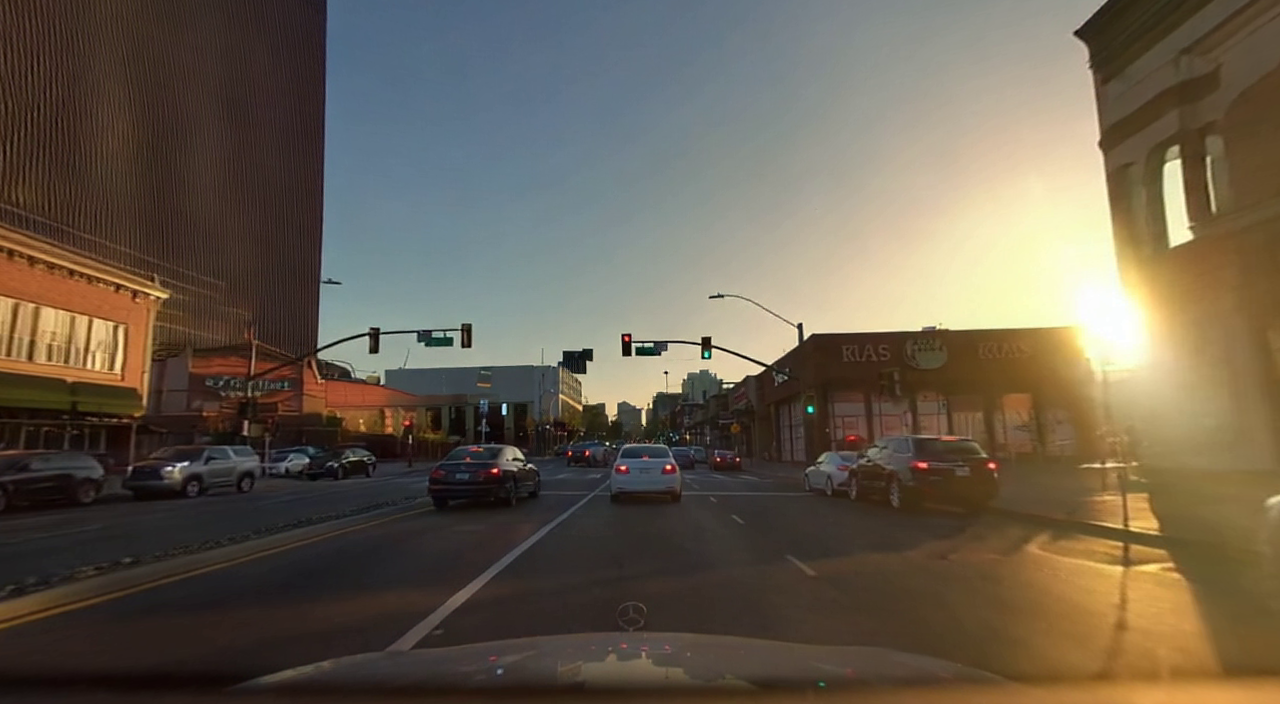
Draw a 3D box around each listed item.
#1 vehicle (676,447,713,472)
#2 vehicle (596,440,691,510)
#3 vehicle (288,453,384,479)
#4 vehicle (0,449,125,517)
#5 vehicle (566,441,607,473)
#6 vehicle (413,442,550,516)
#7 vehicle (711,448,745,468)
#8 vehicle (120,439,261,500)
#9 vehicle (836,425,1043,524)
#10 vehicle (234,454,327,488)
[{"bbox_3d":[3.415,6.844,40.472,2.047,1.463,4.514,0,-9,1],"label":"vehicle"},{"bbox_3d":[0.065,2.954,15.612,2.037,1.484,4.073,0,-9,0],"label":"vehicle"},{"bbox_3d":[-18.874,7.057,39.174,5.163,1.510,2.174,-2,-9,15],"label":"vehicle"},{"bbox_3d":[-17.108,3.563,17.501,1.888,1.692,4.356,0,-9,0],"label":"vehicle"},{"bbox_3d":[-3.096,6.208,37.431,2.007,1.736,4.185,0,-9,1],"label":"vehicle"},{"bbox_3d":[-3.431,2.823,14.562,1.950,1.450,4.257,0,-9,2],"label":"vehicle"},{"bbox_3d":[6.849,8.308,49.409,1.944,1.462,4.406,0,-9,0],"label":"vehicle"},{"bbox_3d":[-16.549,4.310,23.706,2.239,1.963,5.779,2,-9,-14],"label":"vehicle"},{"bbox_3d":[6.552,2.742,14.739,2.289,1.867,5.322,0,-9,1],"label":"vehicle"},{"bbox_3d":[-17.207,5.686,30.439,1.774,1.436,4.473,0,-9,1],"label":"vehicle"}]
